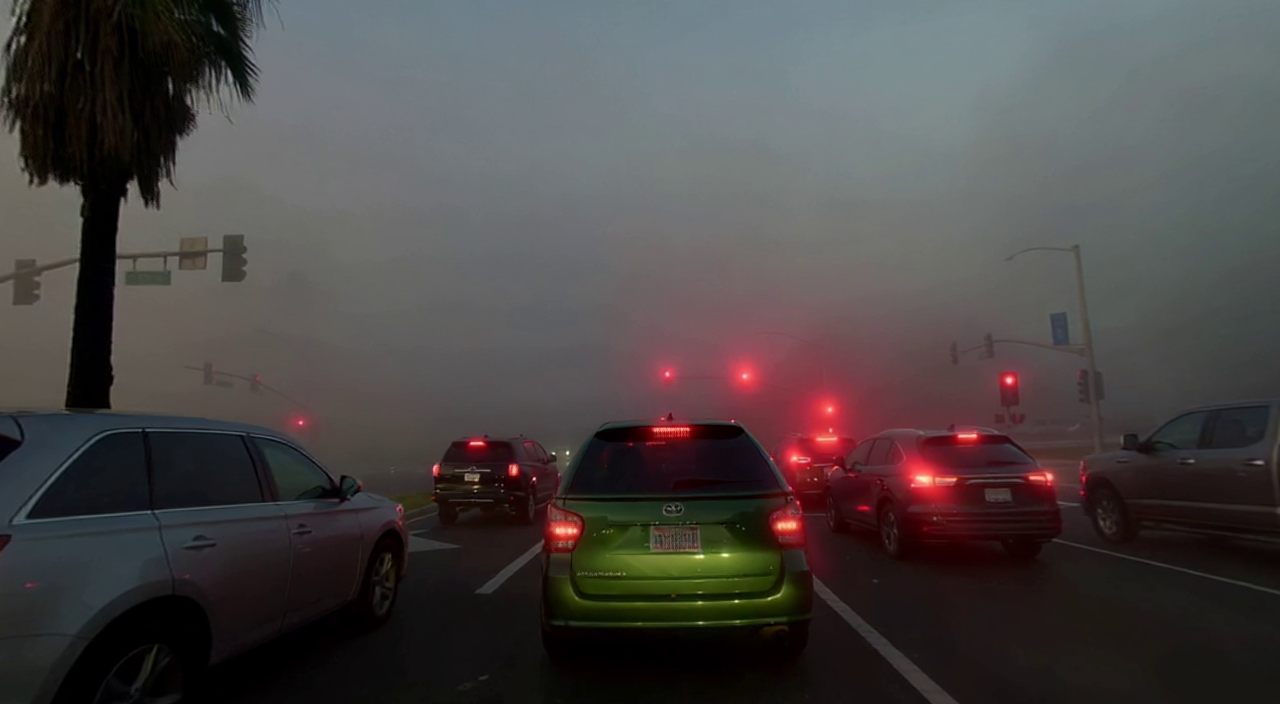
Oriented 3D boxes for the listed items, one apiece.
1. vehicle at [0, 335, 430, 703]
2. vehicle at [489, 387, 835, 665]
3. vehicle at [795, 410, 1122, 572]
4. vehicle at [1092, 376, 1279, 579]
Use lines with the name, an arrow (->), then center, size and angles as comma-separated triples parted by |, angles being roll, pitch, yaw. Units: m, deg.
vehicle -> -3.156, 1.086, 3.899 | 2.171, 1.702, 4.416 | 0, -9, 0
vehicle -> 0.166, 1.376, 6.016 | 2.123, 1.704, 4.128 | 0, -9, 1
vehicle -> 4.020, 1.856, 9.289 | 2.072, 1.704, 5.170 | 0, -9, -1
vehicle -> 7.294, 1.135, 5.560 | 2.337, 1.925, 5.728 | 0, -9, 1
